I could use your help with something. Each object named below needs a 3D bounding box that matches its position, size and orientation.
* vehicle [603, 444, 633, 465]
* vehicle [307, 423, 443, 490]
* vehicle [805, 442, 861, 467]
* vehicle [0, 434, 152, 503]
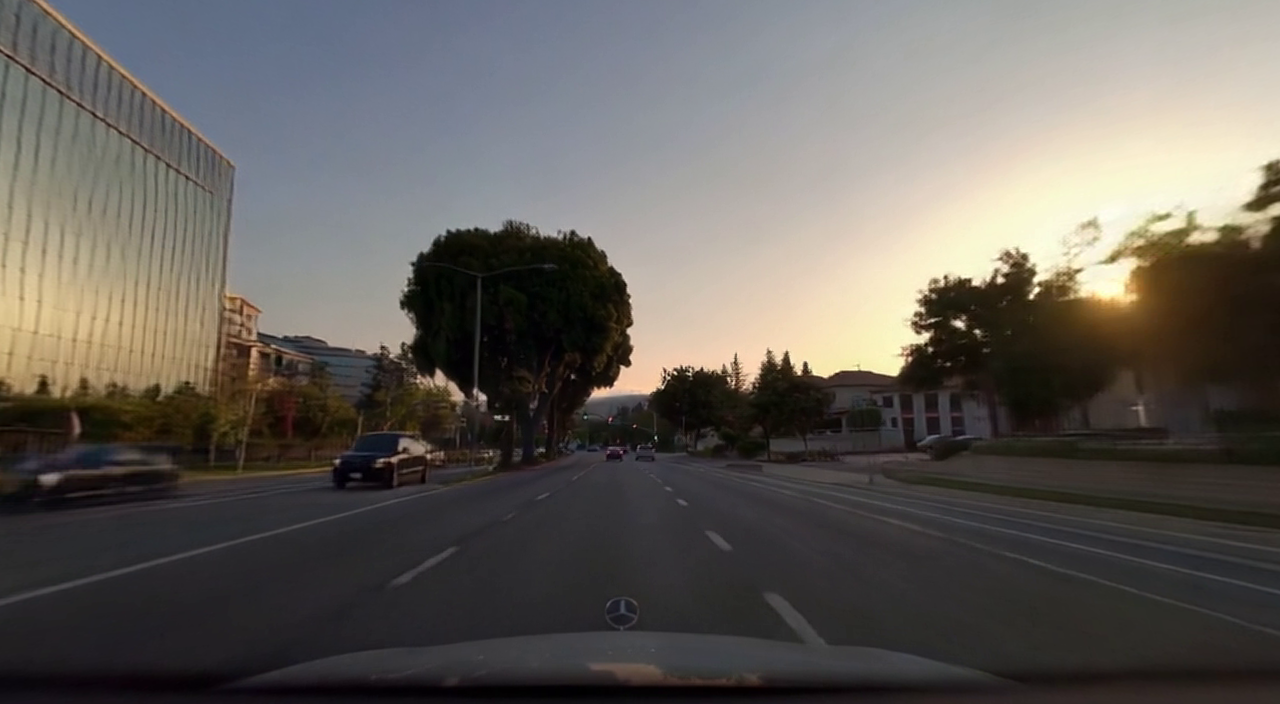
[{"bbox_3d":[-1.642,7.484,46.435,2.080,1.445,4.096,0,-8,-3],"label":"vehicle"},{"bbox_3d":[-8.908,3.601,22.020,2.631,1.990,5.787,1,-9,-5],"label":"vehicle"},{"bbox_3d":[12.641,6.729,41.733,2.024,1.575,4.498,1,-8,-4],"label":"vehicle"},{"bbox_3d":[-15.922,3.055,16.991,1.975,1.596,4.555,0,-8,-1],"label":"vehicle"}]
